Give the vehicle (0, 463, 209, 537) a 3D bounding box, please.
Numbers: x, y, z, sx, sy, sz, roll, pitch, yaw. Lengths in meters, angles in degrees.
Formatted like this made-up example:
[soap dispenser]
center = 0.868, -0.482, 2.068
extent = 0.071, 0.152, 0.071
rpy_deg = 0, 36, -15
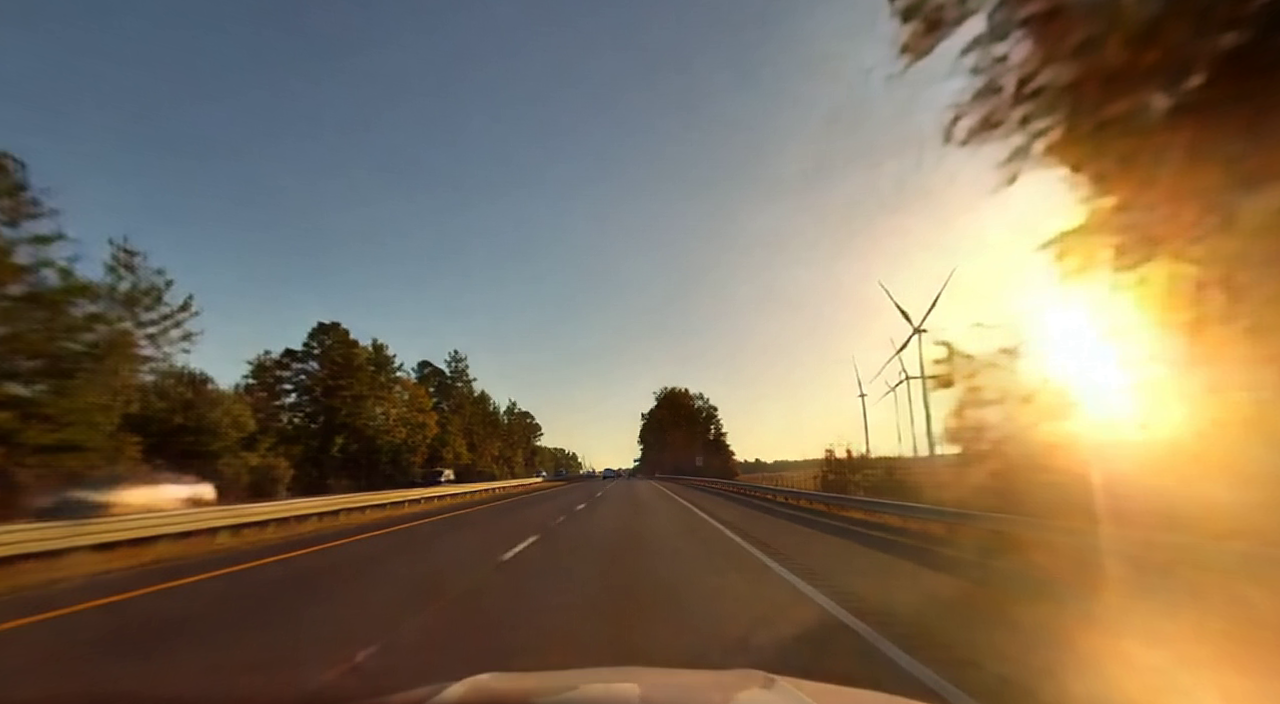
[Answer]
[vehicle]
center = -13.182, 3.584, 15.682
extent = 1.868, 1.526, 4.154
rpy_deg = 1, -11, 0
